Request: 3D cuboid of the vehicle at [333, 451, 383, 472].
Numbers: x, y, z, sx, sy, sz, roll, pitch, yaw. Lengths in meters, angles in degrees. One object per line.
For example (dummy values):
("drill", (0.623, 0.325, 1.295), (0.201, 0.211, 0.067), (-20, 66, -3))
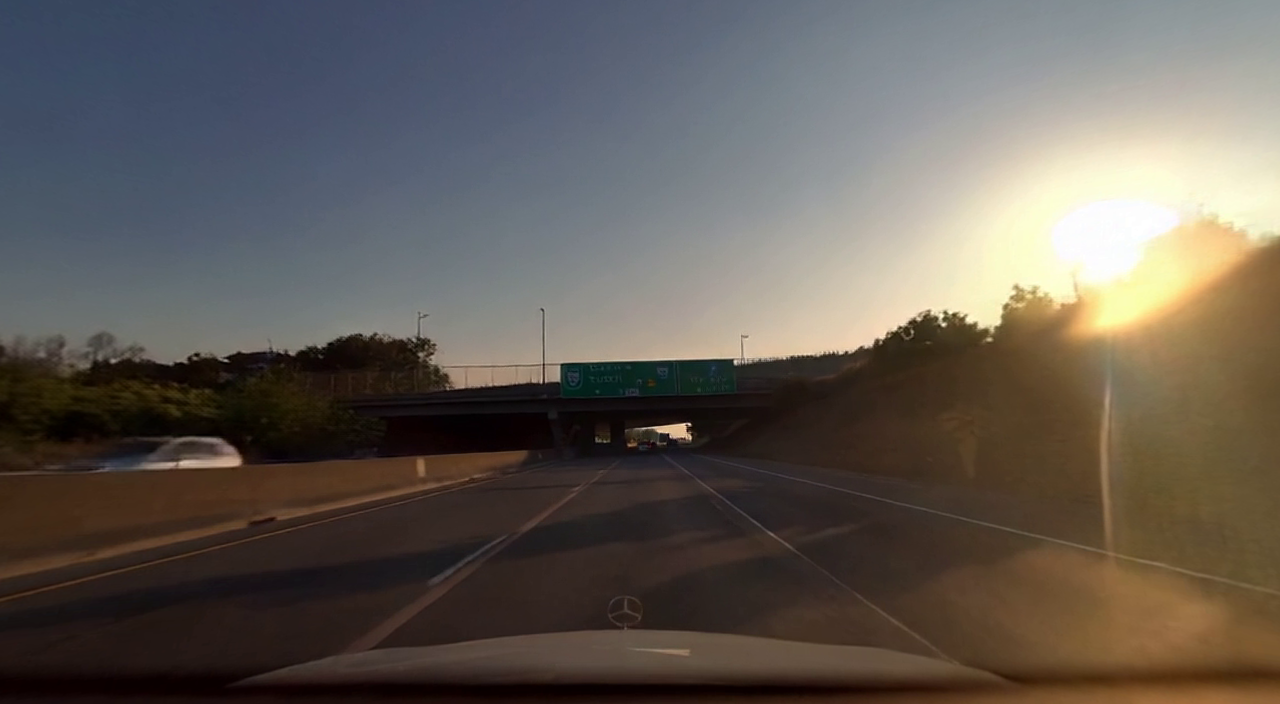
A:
("vehicle", (-20.539, 7.977, 45.995), (1.739, 1.394, 3.804), (0, -8, 2))
